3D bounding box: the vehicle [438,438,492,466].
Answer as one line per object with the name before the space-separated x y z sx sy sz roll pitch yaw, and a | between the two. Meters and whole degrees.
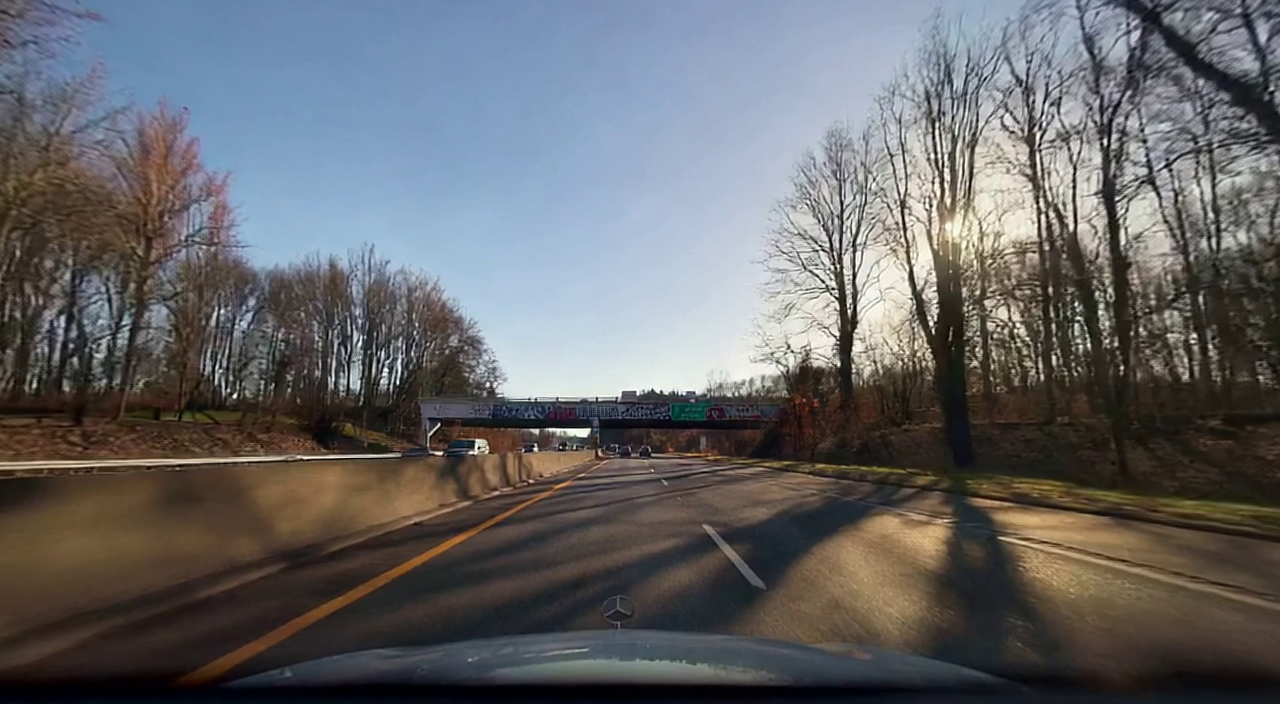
vehicle | -10.063 5.793 36.358 1.910 1.528 4.245 0 -9 -1
